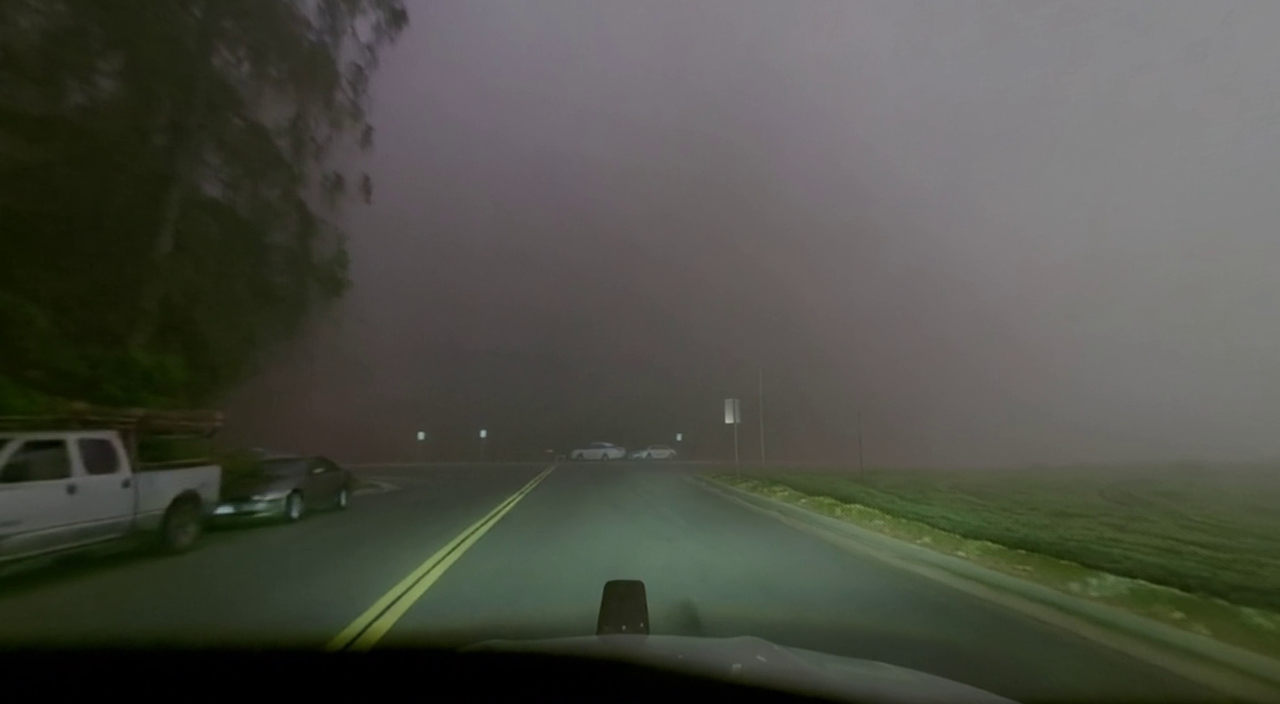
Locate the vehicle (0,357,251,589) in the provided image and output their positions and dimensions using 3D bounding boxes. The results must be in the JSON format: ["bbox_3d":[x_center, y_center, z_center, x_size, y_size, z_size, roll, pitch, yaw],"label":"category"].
[{"bbox_3d":[-7.475,1.563,7.439,2.583,2.167,5.667,-4,-11,-5],"label":"vehicle"}]

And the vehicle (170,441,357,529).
[{"bbox_3d":[-8.168,2.853,14.240,1.934,1.646,4.273,1,-8,-6],"label":"vehicle"}]
